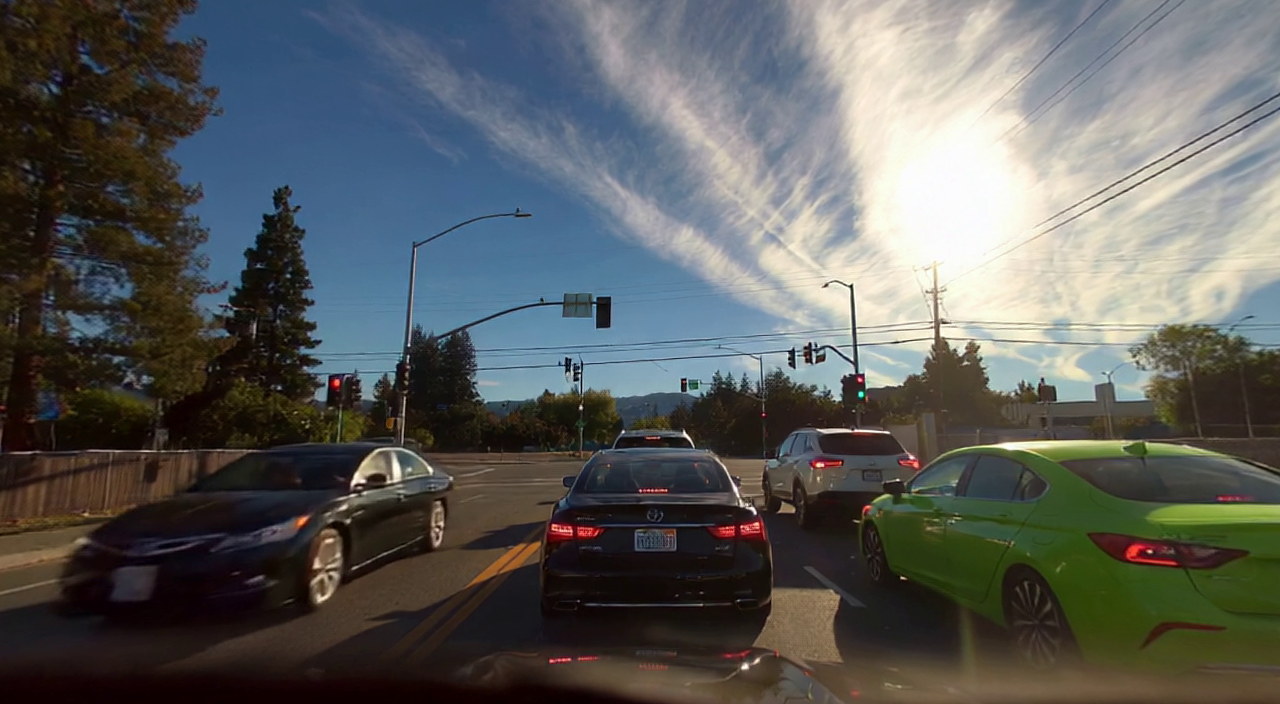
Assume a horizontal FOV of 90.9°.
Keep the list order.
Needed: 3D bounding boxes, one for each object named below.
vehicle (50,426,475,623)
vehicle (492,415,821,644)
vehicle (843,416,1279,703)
[{"bbox_3d":[-3.419,1.627,7.018,1.959,1.456,4.488,0,-8,0],"label":"vehicle"},{"bbox_3d":[0.074,1.498,6.420,2.170,1.497,4.369,0,-8,-1],"label":"vehicle"},{"bbox_3d":[3.085,1.237,4.137,2.027,1.432,4.431,0,-8,0],"label":"vehicle"}]
